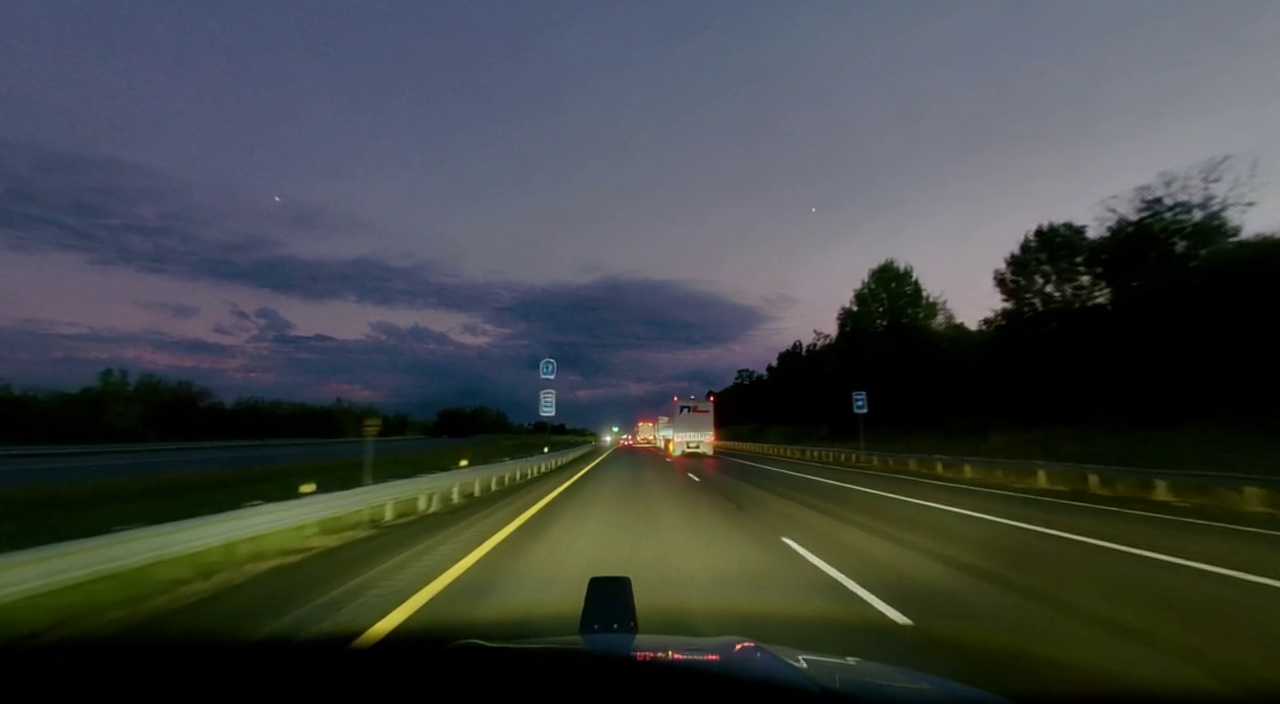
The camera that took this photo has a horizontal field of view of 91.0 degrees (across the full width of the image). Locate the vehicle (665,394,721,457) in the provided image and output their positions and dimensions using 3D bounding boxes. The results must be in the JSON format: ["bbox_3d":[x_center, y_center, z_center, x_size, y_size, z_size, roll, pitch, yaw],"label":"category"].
[{"bbox_3d":[3.577,5.405,45.248,3.004,3.952,10.263,0,-8,-1],"label":"vehicle"}]
